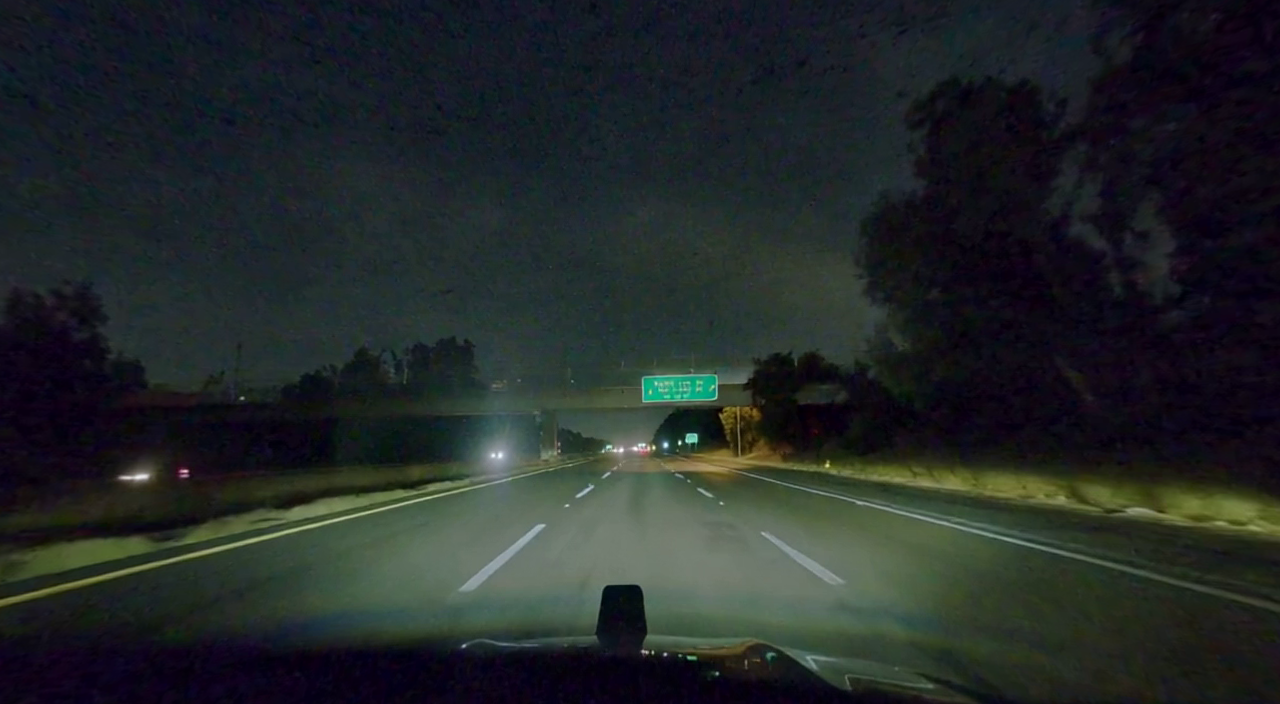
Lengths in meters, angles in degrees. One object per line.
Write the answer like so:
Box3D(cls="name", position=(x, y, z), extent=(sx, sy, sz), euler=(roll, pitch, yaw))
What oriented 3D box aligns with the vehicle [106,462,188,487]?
Box3D(cls="vehicle", position=(-31.832, 7.918, 40.888), extent=(1.786, 1.420, 4.293), euler=(0, -8, 1))
